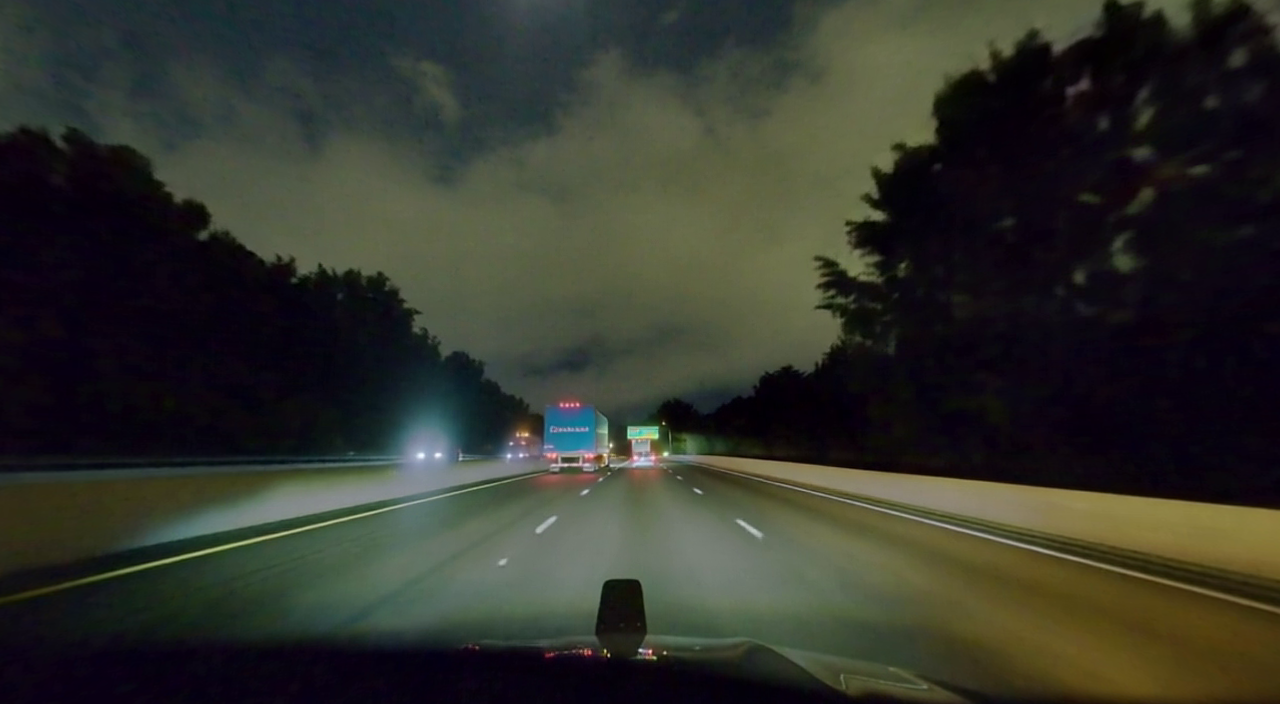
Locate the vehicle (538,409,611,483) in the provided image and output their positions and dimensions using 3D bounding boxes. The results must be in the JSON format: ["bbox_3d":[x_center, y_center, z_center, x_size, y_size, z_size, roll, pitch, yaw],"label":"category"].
[{"bbox_3d":[-2.953,4.533,30.482,2.695,3.151,6.885,0,-9,1],"label":"vehicle"}]
